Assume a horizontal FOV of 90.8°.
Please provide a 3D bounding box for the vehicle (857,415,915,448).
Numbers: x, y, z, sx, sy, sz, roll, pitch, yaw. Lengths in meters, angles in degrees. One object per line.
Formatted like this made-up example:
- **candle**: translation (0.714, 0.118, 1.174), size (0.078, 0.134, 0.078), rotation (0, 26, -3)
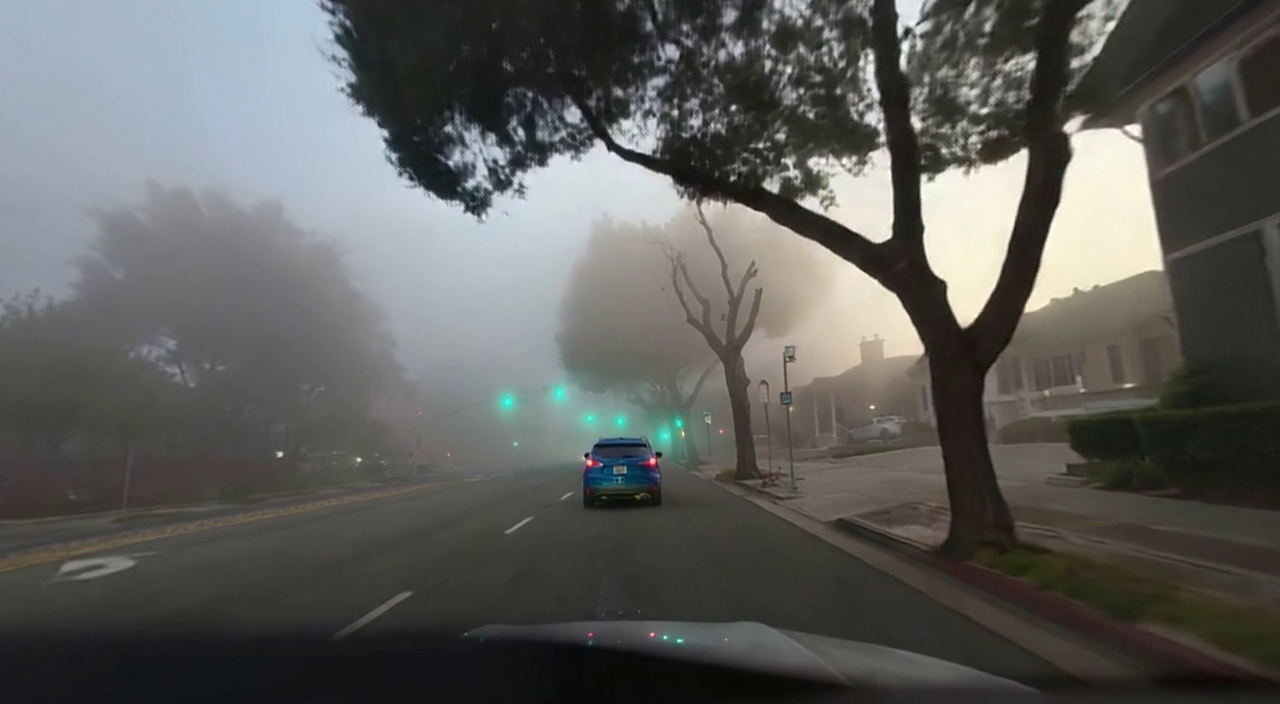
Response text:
- **vehicle**: translation (16.234, 5.336, 42.011), size (2.039, 1.990, 5.111), rotation (-1, -8, 4)

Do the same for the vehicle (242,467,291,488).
- **vehicle**: translation (-28.675, 9.600, 48.661), size (1.771, 1.435, 4.144), rotation (-1, -10, -8)

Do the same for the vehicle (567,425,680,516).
- **vehicle**: translation (-0.347, 2.541, 14.023), size (2.136, 1.703, 3.910), rotation (0, -8, -1)
